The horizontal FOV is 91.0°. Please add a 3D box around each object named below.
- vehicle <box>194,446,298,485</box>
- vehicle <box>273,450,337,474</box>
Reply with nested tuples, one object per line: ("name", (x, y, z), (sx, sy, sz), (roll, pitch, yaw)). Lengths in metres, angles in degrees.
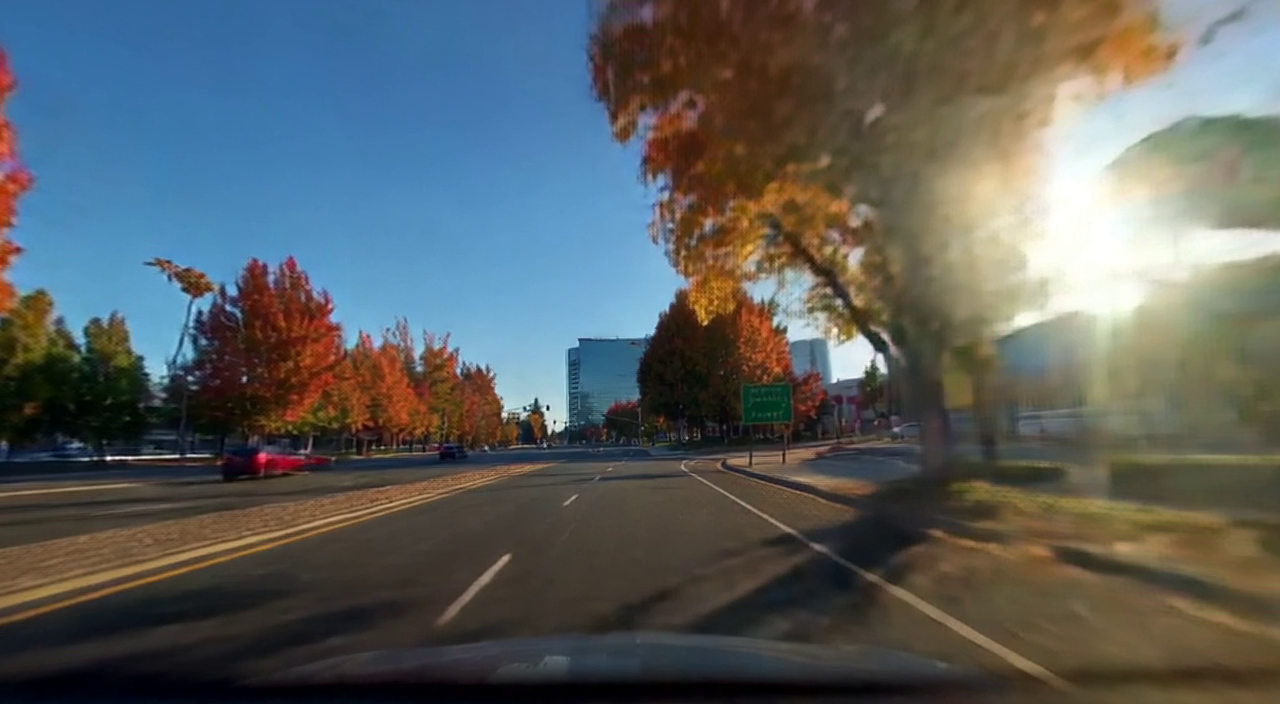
("vehicle", (-18.844, 5.410, 30.432), (2.086, 1.706, 4.412), (0, -9, 1))
("vehicle", (-22.863, 7.477, 43.151), (1.903, 1.510, 4.569), (0, -9, 0))
